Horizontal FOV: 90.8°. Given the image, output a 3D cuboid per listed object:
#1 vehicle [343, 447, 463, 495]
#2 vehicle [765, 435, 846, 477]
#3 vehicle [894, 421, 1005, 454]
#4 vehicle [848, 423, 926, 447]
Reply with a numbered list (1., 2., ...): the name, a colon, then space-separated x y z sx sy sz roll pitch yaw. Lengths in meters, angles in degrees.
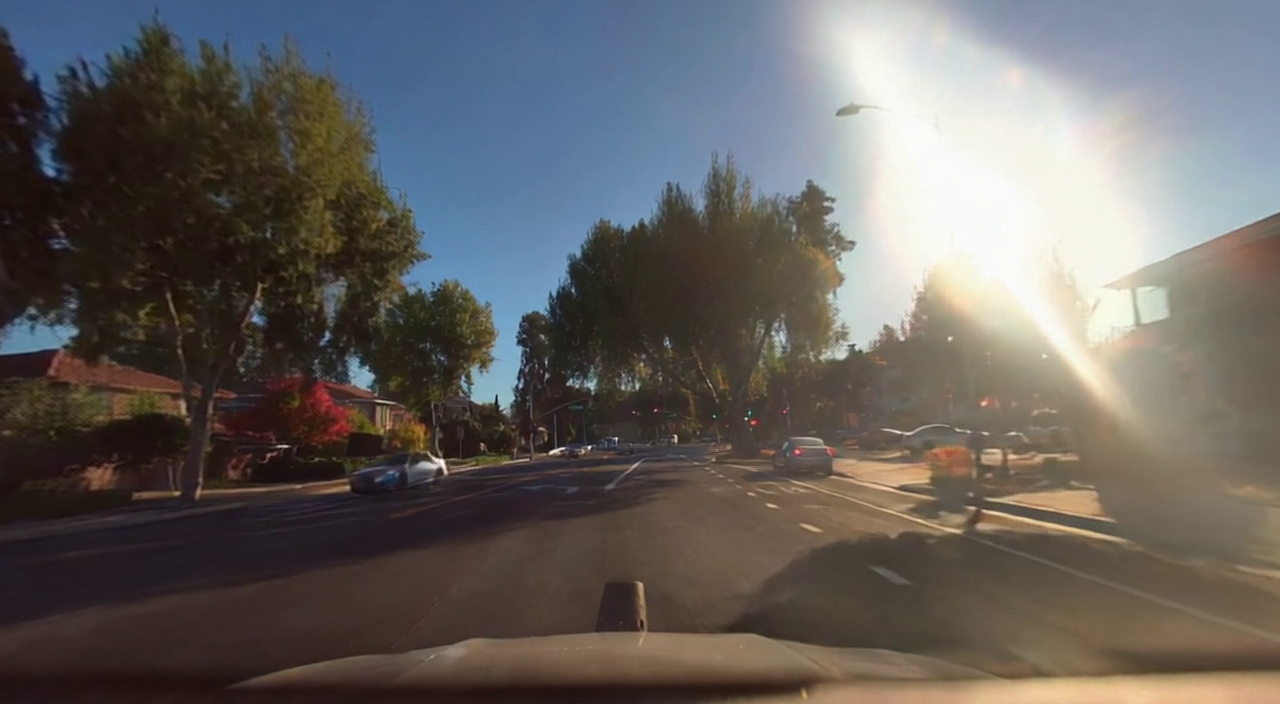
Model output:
1. vehicle: -8.391 4.213 22.917 2.067 1.491 4.807 -1 -8 6
2. vehicle: 6.141 3.909 24.023 1.917 1.440 4.335 0 -8 0
3. vehicle: 14.393 4.000 29.593 4.164 1.470 1.921 0 -7 4
4. vehicle: 15.694 5.299 40.248 4.210 1.474 1.799 -1 -8 3
